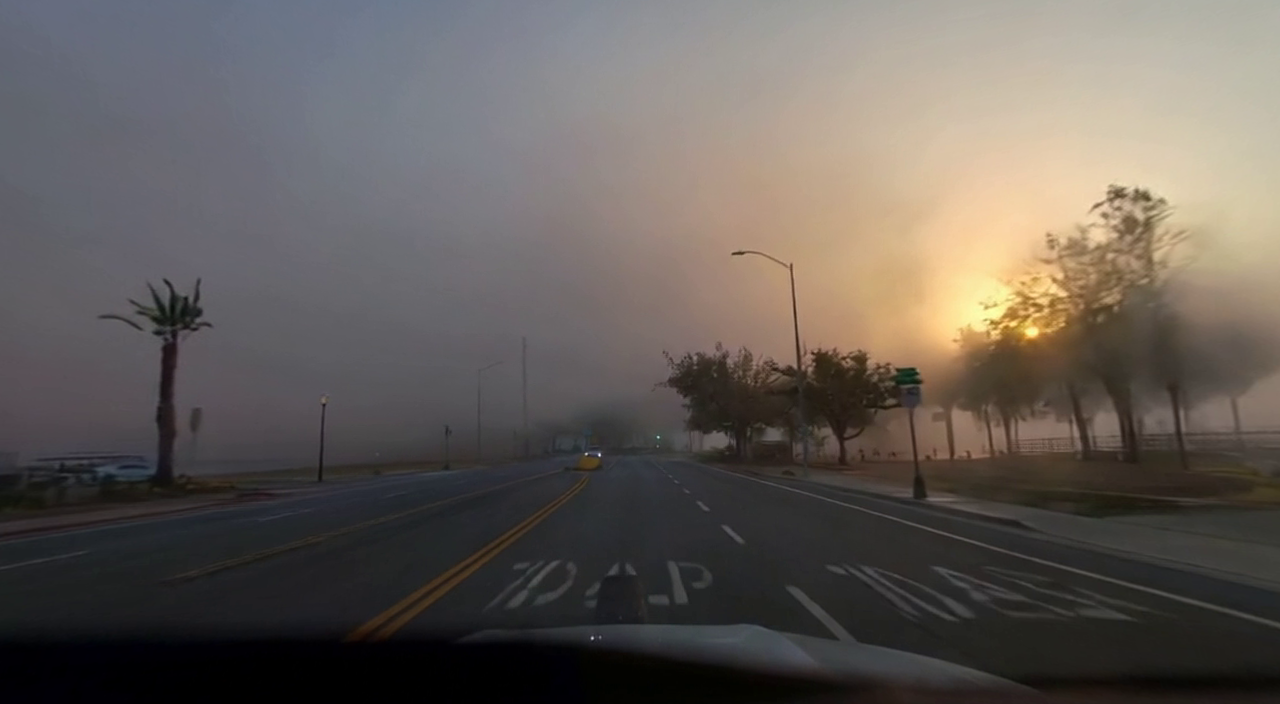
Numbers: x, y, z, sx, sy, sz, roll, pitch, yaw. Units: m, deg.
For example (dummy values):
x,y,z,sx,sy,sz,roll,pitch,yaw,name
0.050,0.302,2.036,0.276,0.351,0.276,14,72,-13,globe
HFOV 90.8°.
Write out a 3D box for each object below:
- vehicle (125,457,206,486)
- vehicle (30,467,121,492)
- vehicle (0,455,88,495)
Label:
x,y,z,sx,sy,sz,roll,pitch,yaw,name
-30.067,7.571,40.233,1.914,1.709,4.579,1,-9,-5,vehicle
-35.717,8.061,40.140,1.783,1.440,4.423,0,-9,-2,vehicle
-38.468,7.798,40.528,1.950,2.284,4.544,0,-8,-2,vehicle
